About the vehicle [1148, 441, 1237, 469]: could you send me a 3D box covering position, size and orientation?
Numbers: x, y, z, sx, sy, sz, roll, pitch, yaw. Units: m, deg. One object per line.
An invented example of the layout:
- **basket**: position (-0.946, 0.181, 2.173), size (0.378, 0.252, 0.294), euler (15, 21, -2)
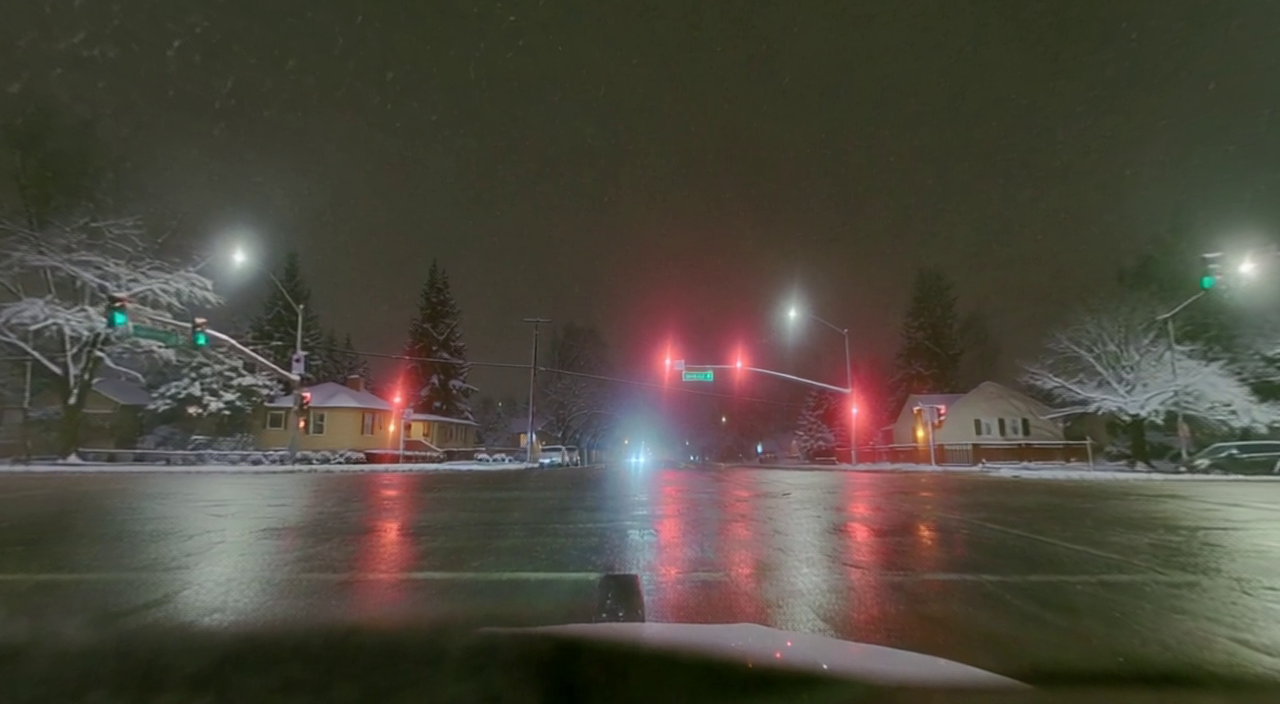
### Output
- **vehicle**: position (36.778, 6.854, 42.245), size (1.853, 1.723, 4.460), euler (0, -9, 0)

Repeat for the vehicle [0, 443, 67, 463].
- **vehicle**: position (-44.289, 7.286, 45.714), size (3.949, 1.422, 1.744), euler (0, -9, 2)

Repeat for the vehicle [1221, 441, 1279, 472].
- **vehicle**: position (37.583, 6.143, 37.268), size (1.915, 1.773, 4.499), euler (1, -9, -9)
